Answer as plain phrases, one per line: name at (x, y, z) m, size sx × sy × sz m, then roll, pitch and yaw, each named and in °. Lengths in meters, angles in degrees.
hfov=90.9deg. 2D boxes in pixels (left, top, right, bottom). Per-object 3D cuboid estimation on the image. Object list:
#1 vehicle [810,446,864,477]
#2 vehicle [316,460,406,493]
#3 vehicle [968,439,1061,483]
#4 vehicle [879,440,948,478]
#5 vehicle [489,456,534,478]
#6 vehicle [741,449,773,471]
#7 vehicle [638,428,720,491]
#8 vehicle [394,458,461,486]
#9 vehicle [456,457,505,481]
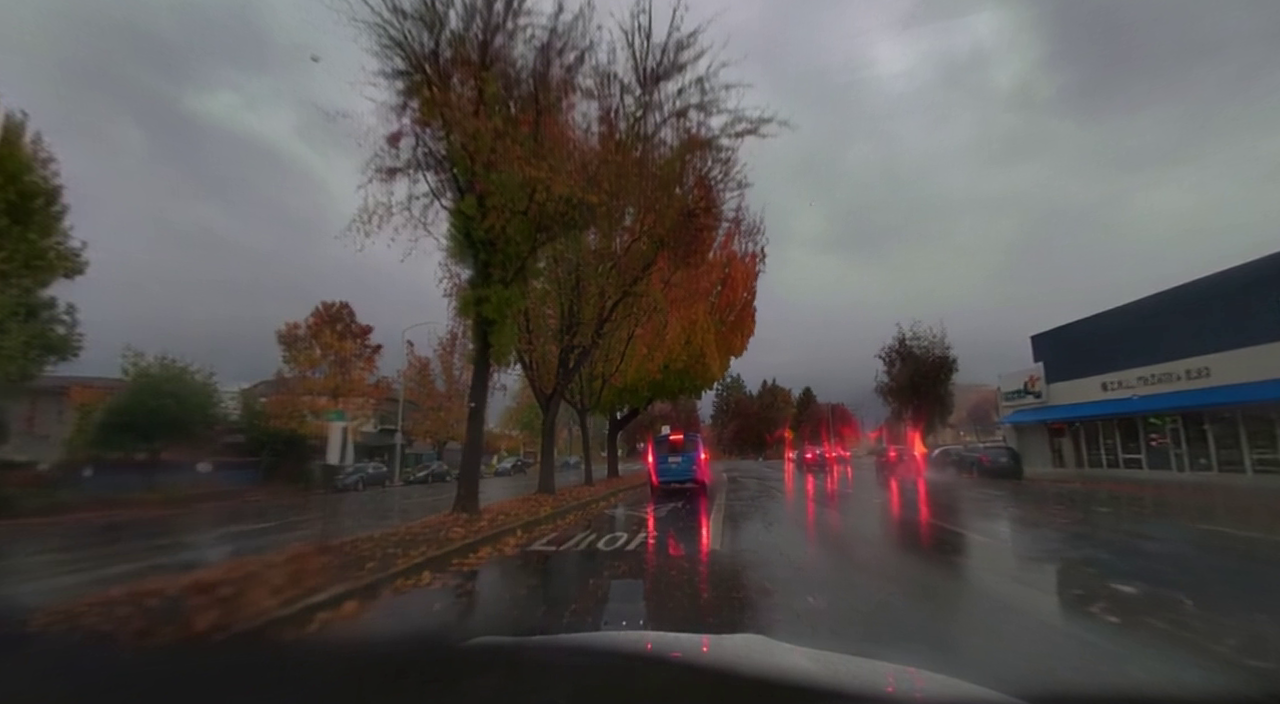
vehicle at (10.102, 5.615, 32.646) m, size 1.886 × 1.464 × 4.290 m, roll -1°, pitch -9°, yaw 7°
vehicle at (-13.231, 5.897, 30.263) m, size 1.797 × 1.351 × 4.300 m, roll -2°, pitch -9°, yaw 10°
vehicle at (16.310, 4.736, 27.719) m, size 2.076 × 1.759 × 3.970 m, roll -1°, pitch -9°, yaw 8°
vehicle at (13.829, 5.416, 32.193) m, size 2.040 × 1.738 × 4.414 m, roll -1°, pitch -9°, yaw 7°
vehicle at (-10.084, 9.048, 49.871) m, size 1.921 × 1.621 × 4.930 m, roll -1°, pitch -9°, yaw 8°
vehicle at (9.039, 8.356, 49.108) m, size 2.249 × 1.621 × 3.978 m, roll -1°, pitch -9°, yaw 8°
vehicle at (1.466, 3.609, 21.415) m, size 2.344 × 1.863 × 4.665 m, roll -1°, pitch -9°, yaw 9°
vehicle at (-12.155, 6.873, 36.348) m, size 1.877 × 1.445 × 4.436 m, roll -1°, pitch -9°, yaw 7°
vehicle at (-11.100, 8.167, 44.302) m, size 1.947 × 1.558 × 4.065 m, roll -1°, pitch -9°, yaw 7°
